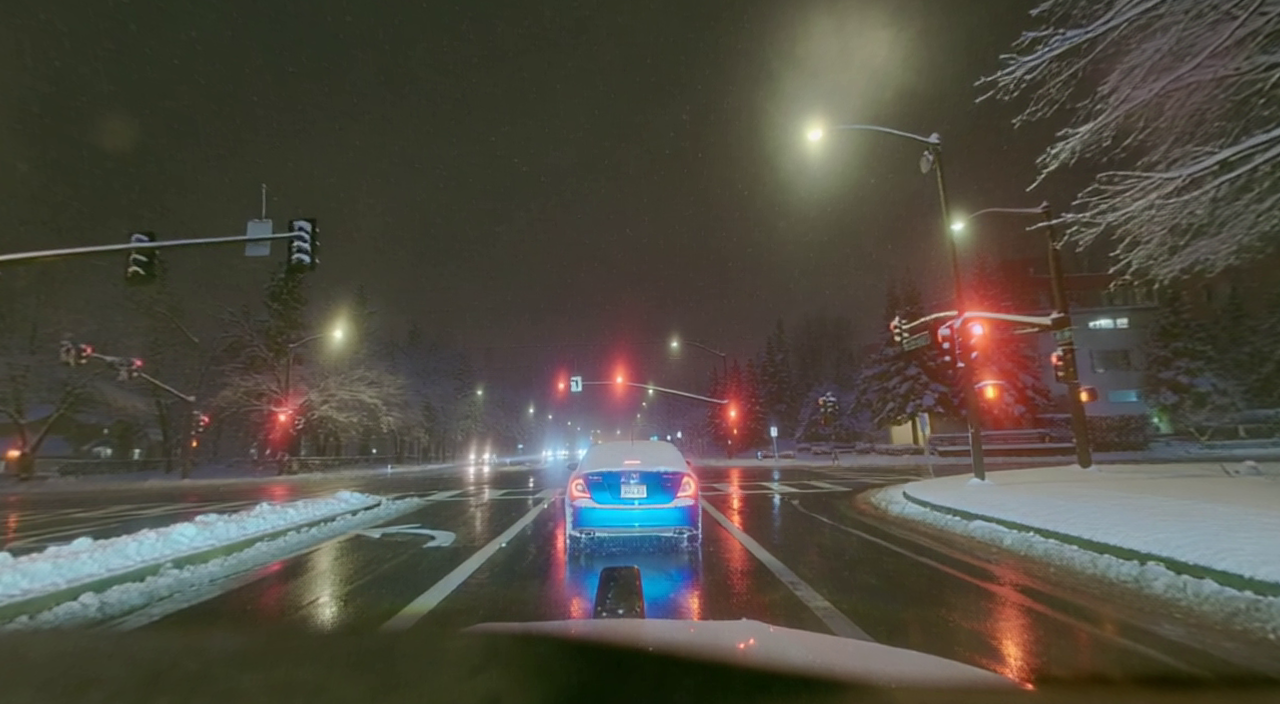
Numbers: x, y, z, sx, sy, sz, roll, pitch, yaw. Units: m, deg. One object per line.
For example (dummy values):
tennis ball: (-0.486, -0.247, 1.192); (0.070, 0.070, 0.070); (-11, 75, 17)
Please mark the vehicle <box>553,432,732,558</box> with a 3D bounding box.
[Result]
vehicle: (0.003, 1.998, 9.513); (2.107, 1.470, 3.974); (0, -9, -1)
